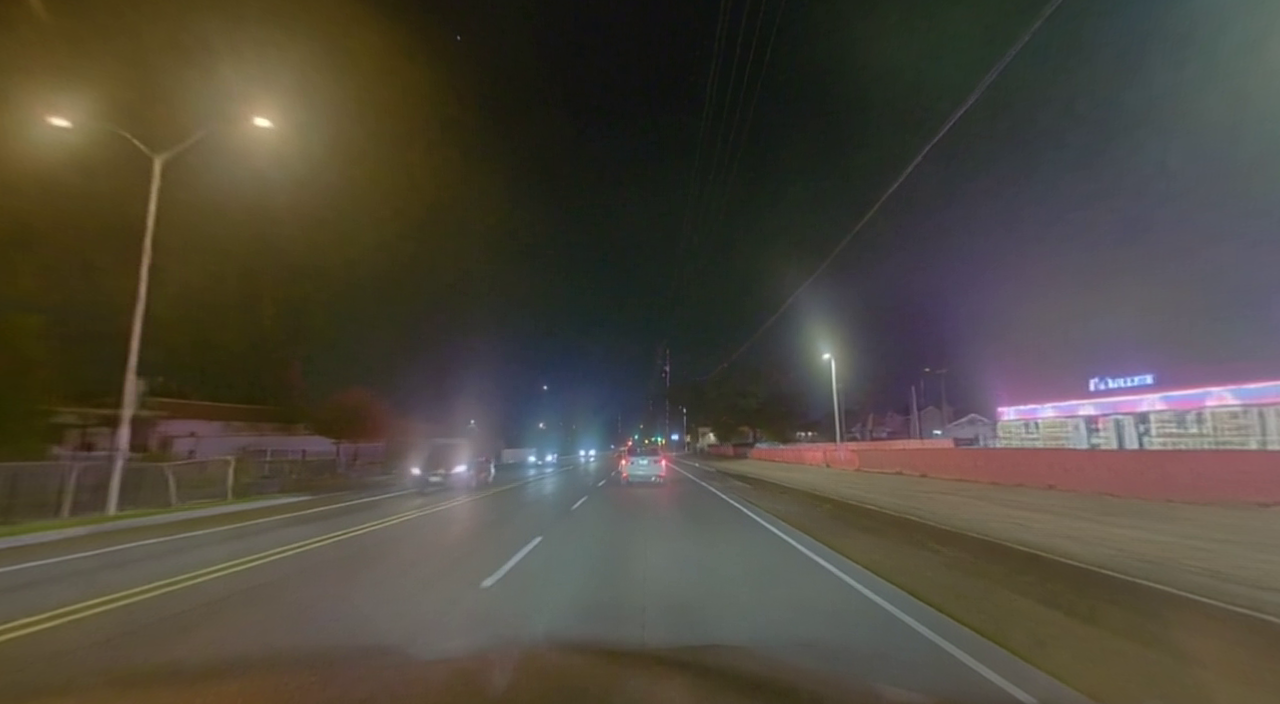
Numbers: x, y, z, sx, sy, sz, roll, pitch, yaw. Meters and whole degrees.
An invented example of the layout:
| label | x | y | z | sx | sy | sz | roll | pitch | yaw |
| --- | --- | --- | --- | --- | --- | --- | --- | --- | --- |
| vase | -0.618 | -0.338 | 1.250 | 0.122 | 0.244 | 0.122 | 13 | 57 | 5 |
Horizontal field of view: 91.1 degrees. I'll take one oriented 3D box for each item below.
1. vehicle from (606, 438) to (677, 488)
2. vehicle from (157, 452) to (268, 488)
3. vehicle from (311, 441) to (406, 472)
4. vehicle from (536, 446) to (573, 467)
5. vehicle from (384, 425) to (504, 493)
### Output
| label | x | y | z | sx | sy | sz | roll | pitch | yaw |
| --- | --- | --- | --- | --- | --- | --- | --- | --- | --- |
| vehicle | 0.043 | 3.691 | 21.243 | 2.144 | 1.514 | 4.063 | 0 | -9 | 0 |
| vehicle | -20.370 | 5.593 | 29.951 | 4.332 | 1.560 | 1.841 | -2 | -9 | 15 |
| vehicle | -18.077 | 6.736 | 40.459 | 5.085 | 1.906 | 2.153 | 0 | -9 | 2 |
| vehicle | -6.241 | 7.679 | 46.374 | 1.985 | 1.505 | 4.143 | 0 | -9 | 3 |
| vehicle | -6.804 | 3.799 | 22.648 | 2.340 | 2.103 | 5.526 | 0 | -9 | 2 |
